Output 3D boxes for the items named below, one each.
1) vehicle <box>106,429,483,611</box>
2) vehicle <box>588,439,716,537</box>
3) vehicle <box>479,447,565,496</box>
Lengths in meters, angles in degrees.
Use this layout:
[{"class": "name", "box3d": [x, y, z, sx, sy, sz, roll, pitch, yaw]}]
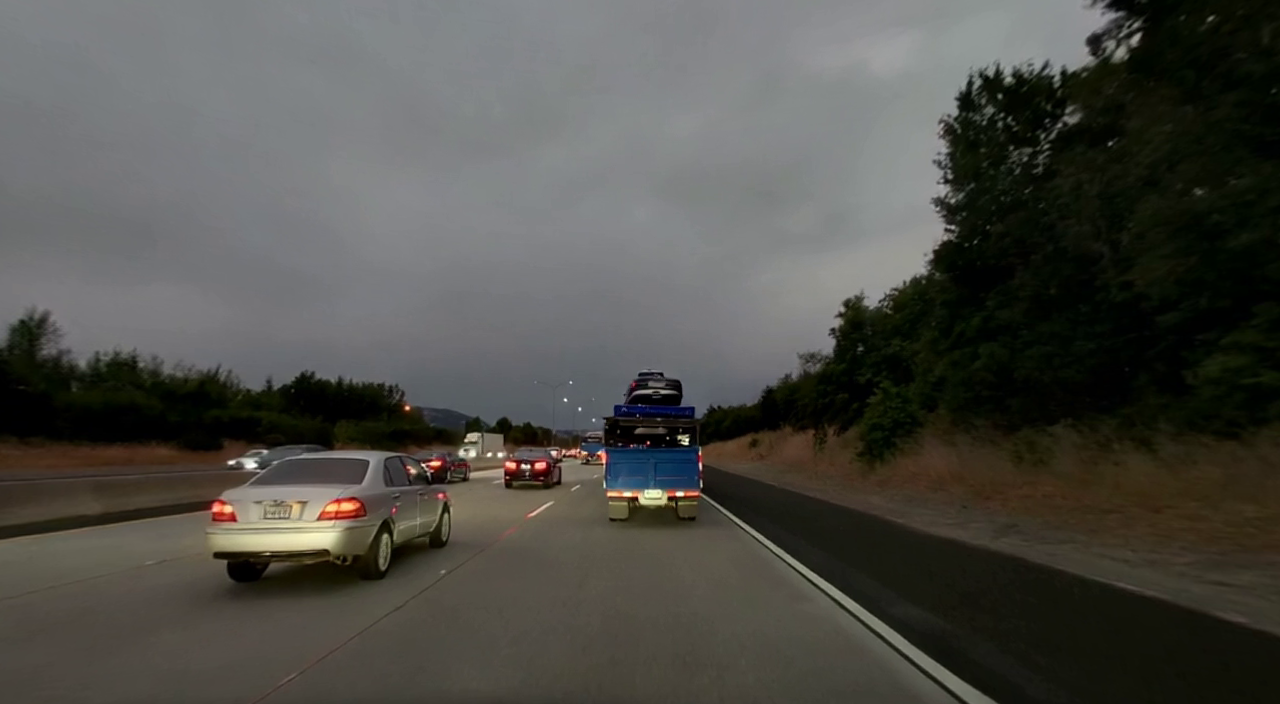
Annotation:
[{"class": "vehicle", "box3d": [-3.376, 1.704, 7.229, 2.149, 1.497, 3.753, 0, -9, 0]}, {"class": "vehicle", "box3d": [0.160, 2.393, 11.607, 1.991, 1.507, 3.391, 0, -9, -1]}, {"class": "vehicle", "box3d": [-3.838, 3.956, 21.330, 1.947, 1.470, 4.526, 0, -9, 1]}]
